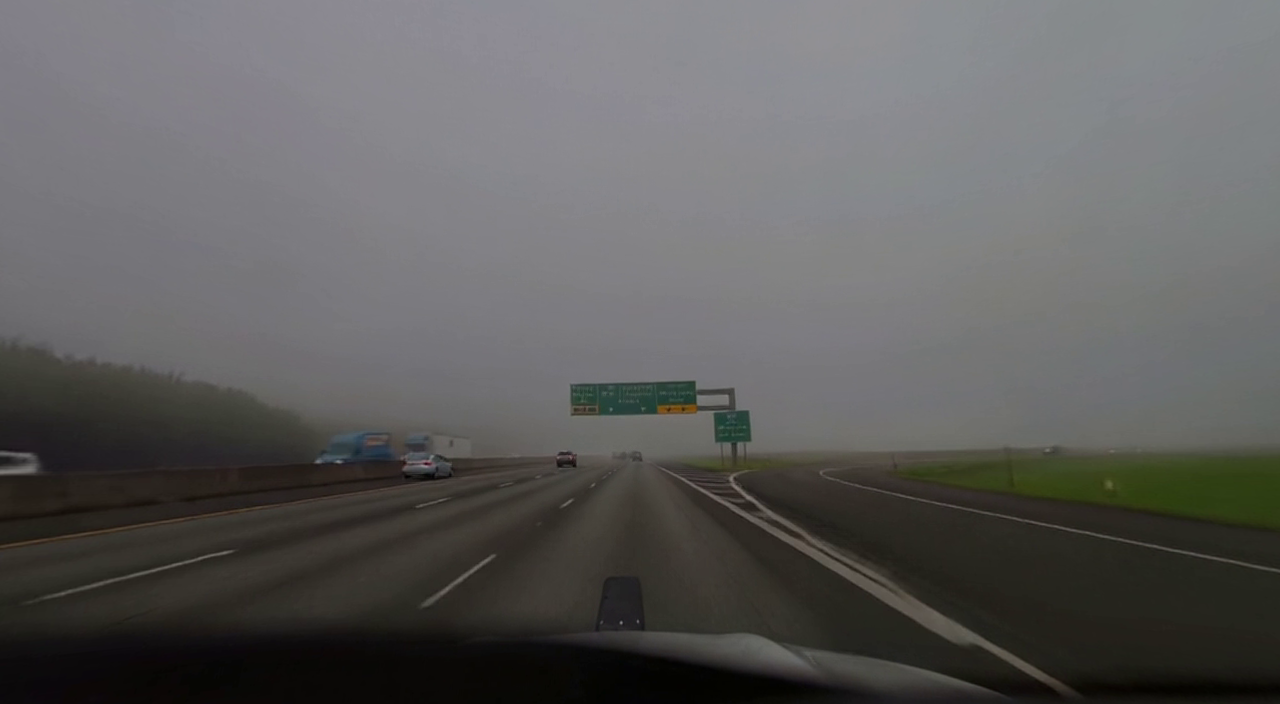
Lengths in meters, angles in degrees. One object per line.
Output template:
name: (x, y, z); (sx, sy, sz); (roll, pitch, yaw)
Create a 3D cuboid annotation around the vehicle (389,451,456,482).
vehicle: (-11.426, 6.008, 33.497); (1.981, 1.503, 4.207); (0, -9, 1)

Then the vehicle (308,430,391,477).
vehicle: (-19.454, 6.833, 42.710); (2.503, 2.882, 6.369); (0, -9, 0)

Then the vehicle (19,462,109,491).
vehicle: (-38.662, 8.337, 42.565); (1.998, 1.707, 5.242); (1, -9, -12)
